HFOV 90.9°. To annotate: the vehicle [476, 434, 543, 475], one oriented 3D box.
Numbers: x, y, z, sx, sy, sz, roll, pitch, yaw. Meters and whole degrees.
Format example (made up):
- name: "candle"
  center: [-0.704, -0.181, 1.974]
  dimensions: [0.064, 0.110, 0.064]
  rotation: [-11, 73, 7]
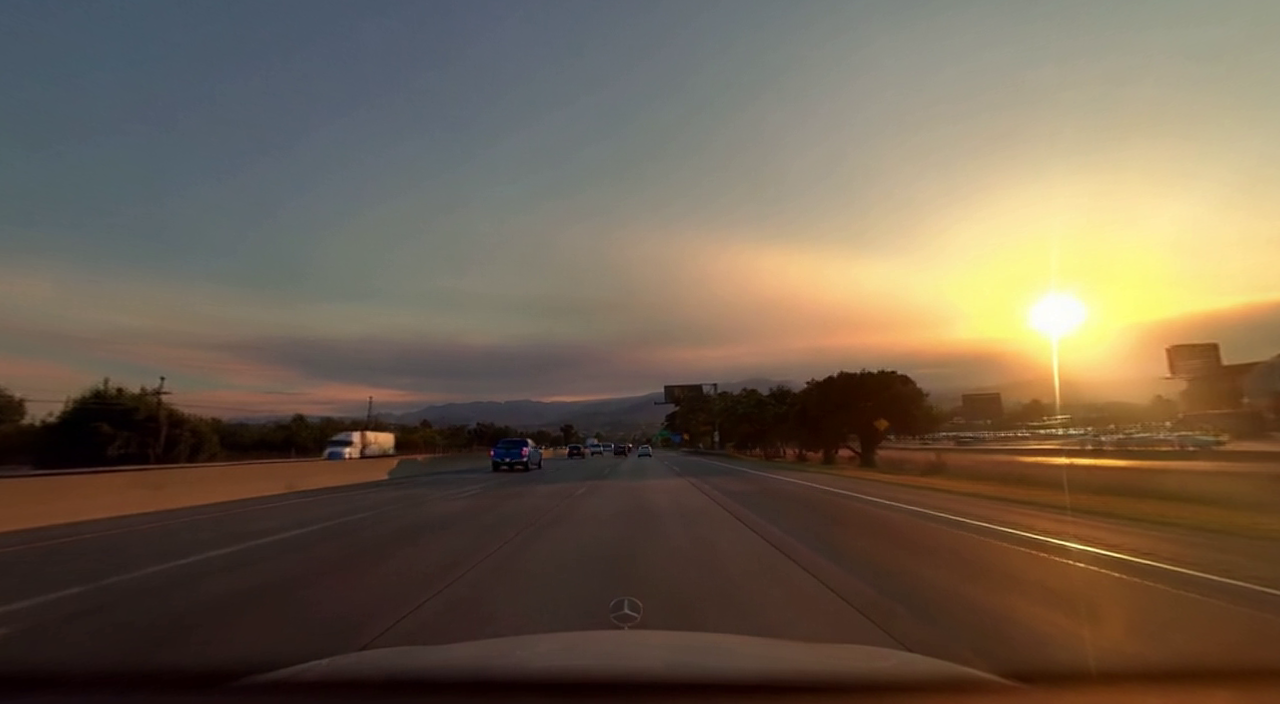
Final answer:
- name: "vehicle"
  center: [-6.622, 5.295, 32.755]
  dimensions: [2.156, 1.911, 5.956]
  rotation: [0, -8, 0]
